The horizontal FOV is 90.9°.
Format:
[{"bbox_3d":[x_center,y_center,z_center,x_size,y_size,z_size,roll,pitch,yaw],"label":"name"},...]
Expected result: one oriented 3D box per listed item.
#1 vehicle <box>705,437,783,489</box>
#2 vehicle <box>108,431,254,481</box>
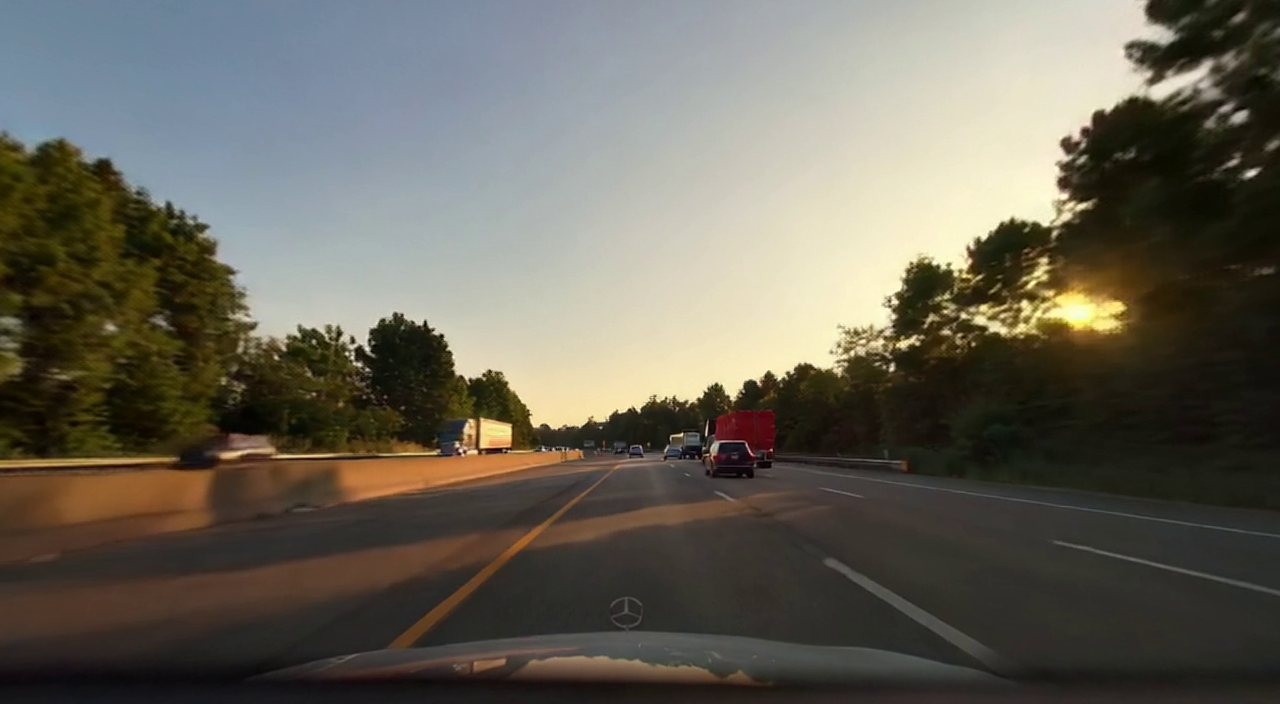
[{"bbox_3d":[3.598,3.946,22.644,2.022,1.658,4.132,0,-9,-1],"label":"vehicle"},{"bbox_3d":[-15.906,3.635,22.203,1.912,1.583,4.288,0,-9,0],"label":"vehicle"}]
